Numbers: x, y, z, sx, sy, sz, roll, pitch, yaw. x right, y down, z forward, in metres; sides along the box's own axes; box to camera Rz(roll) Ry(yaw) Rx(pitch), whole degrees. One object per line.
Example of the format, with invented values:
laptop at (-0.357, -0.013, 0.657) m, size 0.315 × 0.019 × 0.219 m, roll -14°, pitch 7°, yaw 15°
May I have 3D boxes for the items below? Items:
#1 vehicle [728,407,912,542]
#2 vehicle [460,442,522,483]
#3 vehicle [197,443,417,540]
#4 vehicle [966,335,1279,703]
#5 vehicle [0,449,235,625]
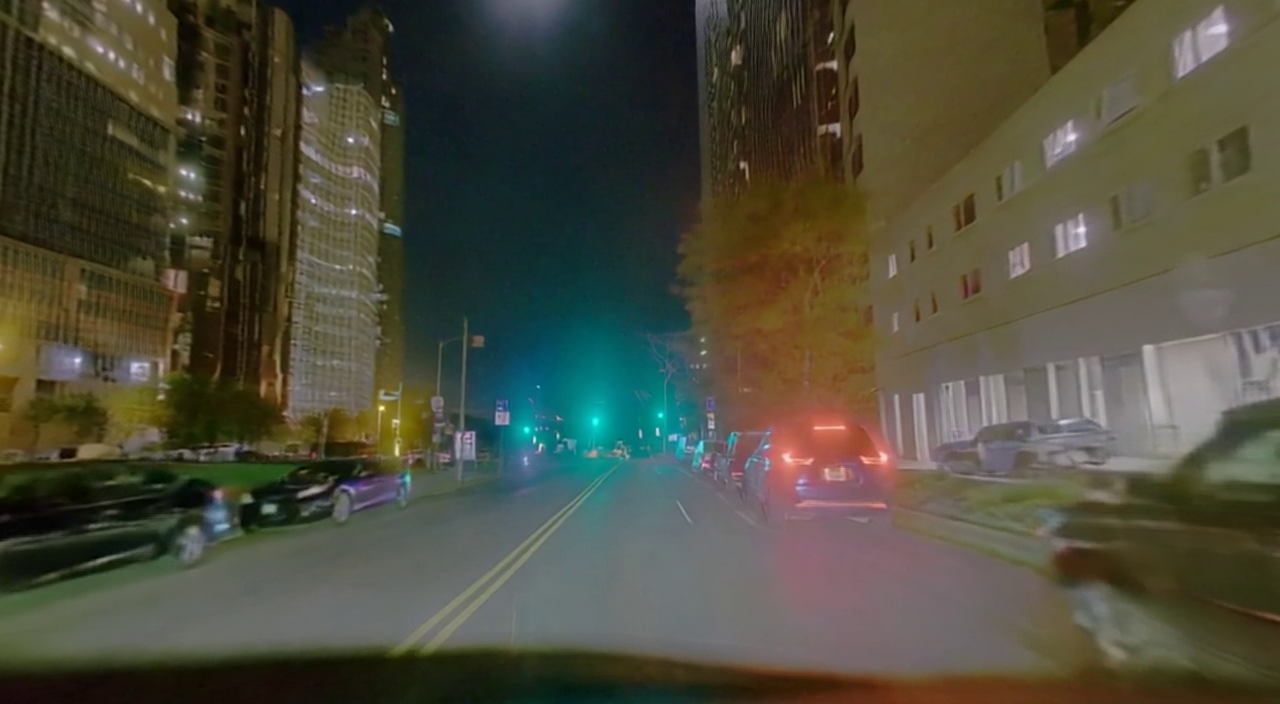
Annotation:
vehicle at (2.830, 2.035, 11.184) m, size 1.954 × 1.845 × 4.682 m, roll -1°, pitch -8°, yaw 1°
vehicle at (-6.877, 5.112, 29.589) m, size 1.893 × 1.758 × 4.019 m, roll -1°, pitch -8°, yaw 0°
vehicle at (-6.589, 2.799, 13.327) m, size 2.033 × 1.523 × 4.867 m, roll -3°, pitch -9°, yaw 0°
vehicle at (3.402, 0.746, 1.997) m, size 1.886 × 1.740 × 5.167 m, roll 0°, pitch -8°, yaw -1°
vehicle at (-6.603, 1.832, 6.727) m, size 1.723 × 1.520 × 4.439 m, roll 0°, pitch -8°, yaw -2°
